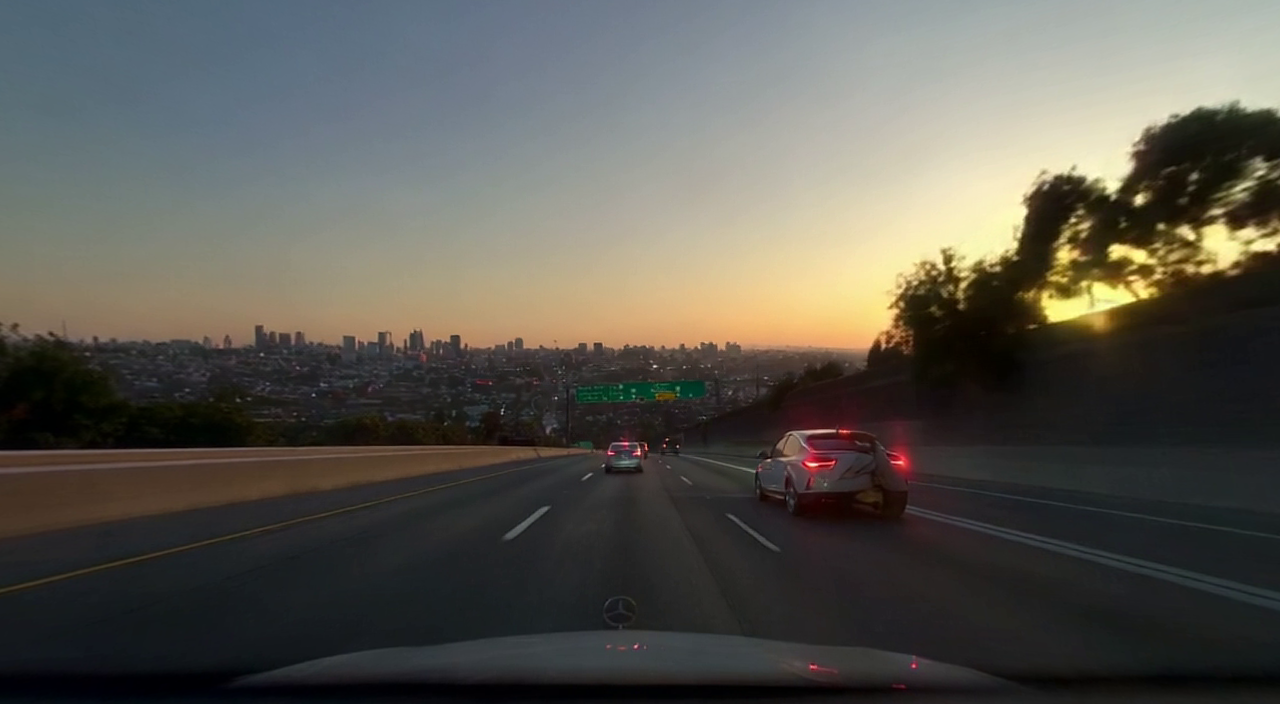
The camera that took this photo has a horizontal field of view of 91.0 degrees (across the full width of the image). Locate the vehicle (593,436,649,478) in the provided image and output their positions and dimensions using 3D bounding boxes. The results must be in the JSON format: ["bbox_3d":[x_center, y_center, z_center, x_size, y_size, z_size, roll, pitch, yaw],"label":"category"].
[{"bbox_3d":[-0.736,4.334,26.210,2.147,1.576,3.964,0,-8,-1],"label":"vehicle"}]
